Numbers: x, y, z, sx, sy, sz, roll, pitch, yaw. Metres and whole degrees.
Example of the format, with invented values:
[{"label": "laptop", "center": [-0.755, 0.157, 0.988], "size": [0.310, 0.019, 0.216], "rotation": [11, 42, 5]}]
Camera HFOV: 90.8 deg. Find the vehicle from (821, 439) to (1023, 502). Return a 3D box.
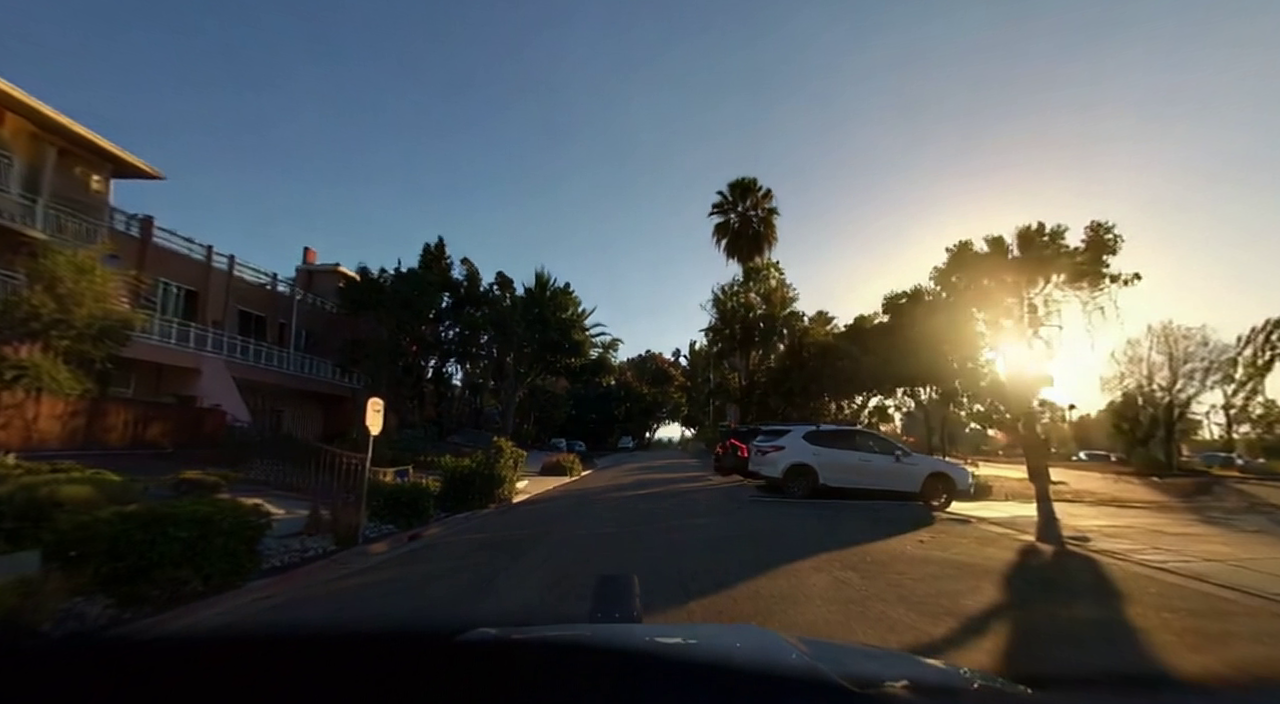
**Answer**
[{"label": "vehicle", "center": [6.908, 2.949, 15.948], "size": [4.195, 1.446, 1.979], "rotation": [-1, -9, 7]}]
